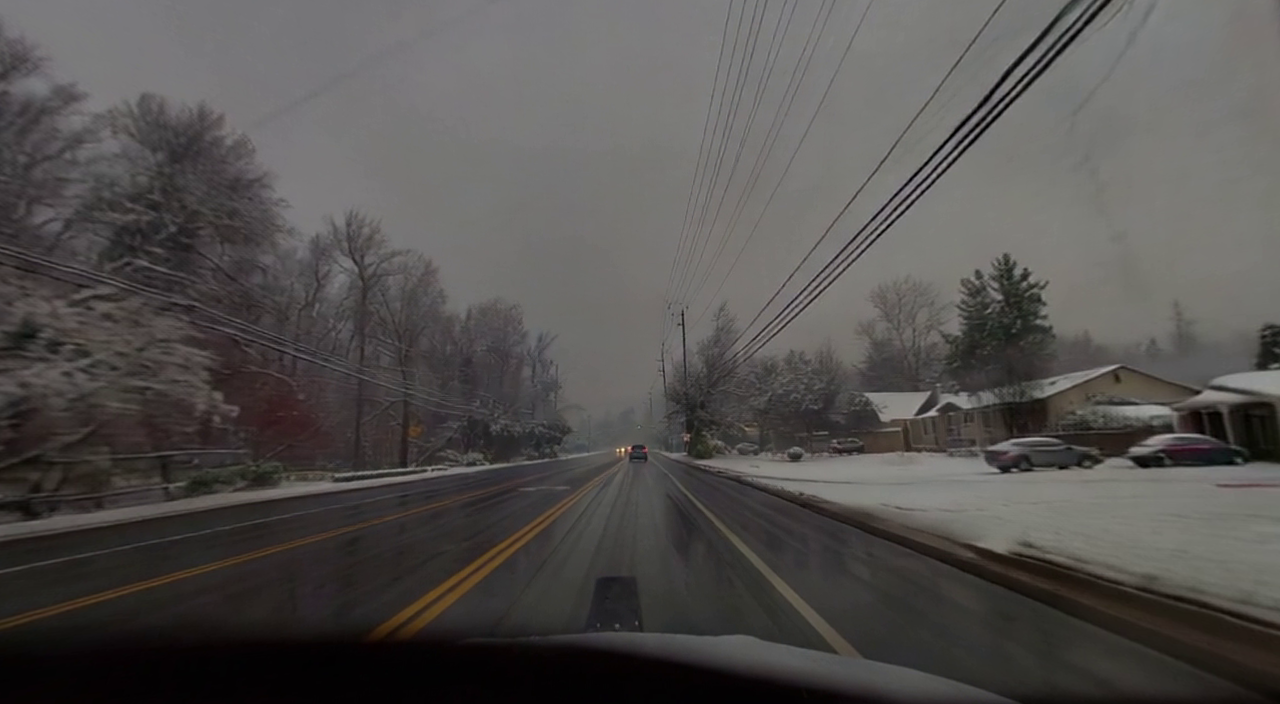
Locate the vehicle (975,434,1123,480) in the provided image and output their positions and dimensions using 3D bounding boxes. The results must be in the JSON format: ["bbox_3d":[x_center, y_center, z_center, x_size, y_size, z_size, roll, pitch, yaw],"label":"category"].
[{"bbox_3d":[14.393,3.719,22.322,3.855,1.548,1.937,0,-9,-2],"label":"vehicle"}]

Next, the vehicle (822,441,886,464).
[{"bbox_3d":[16.303,7.709,48.186,4.153,1.442,1.822,-3,-12,0],"label":"vehicle"}]
